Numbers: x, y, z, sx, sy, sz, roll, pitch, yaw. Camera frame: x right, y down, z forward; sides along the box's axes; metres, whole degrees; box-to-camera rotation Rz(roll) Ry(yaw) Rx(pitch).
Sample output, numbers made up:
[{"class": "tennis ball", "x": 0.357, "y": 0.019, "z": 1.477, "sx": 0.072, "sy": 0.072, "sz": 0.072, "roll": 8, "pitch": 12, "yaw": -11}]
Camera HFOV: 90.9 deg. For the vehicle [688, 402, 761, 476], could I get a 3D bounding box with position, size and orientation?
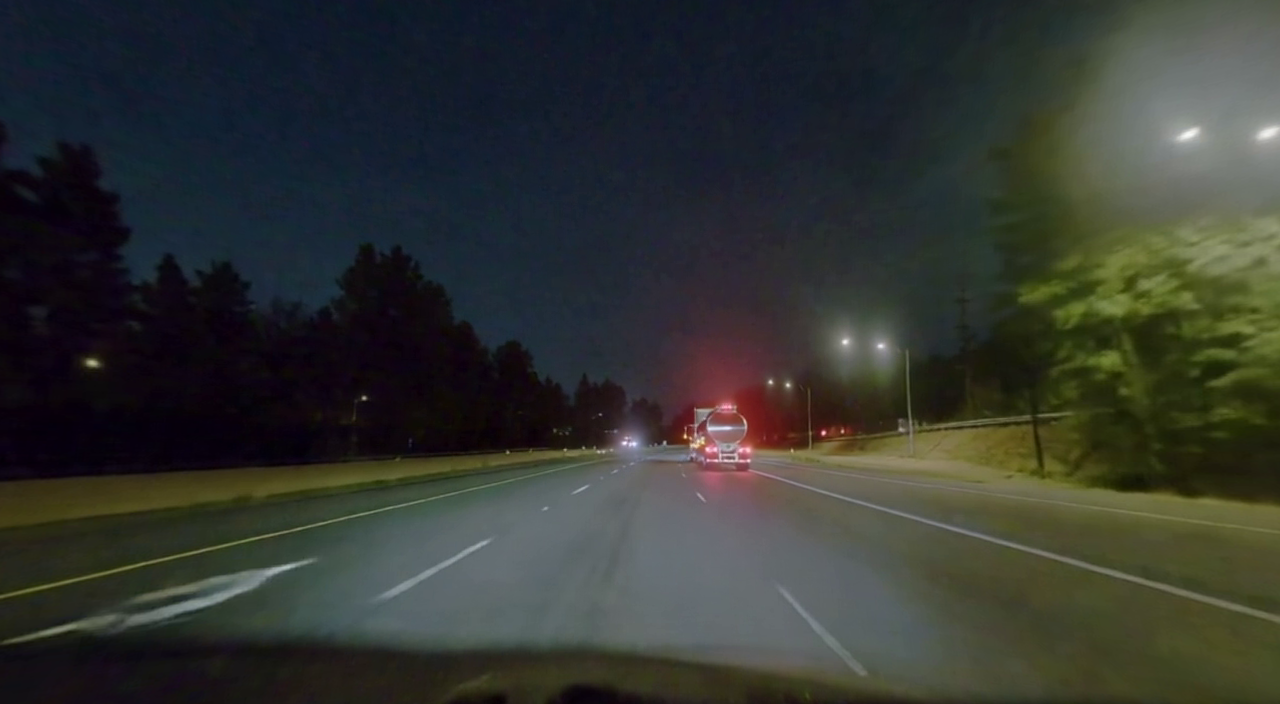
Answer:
[{"class": "vehicle", "x": 4.675, "y": 5.345, "z": 38.258, "sx": 2.880, "sy": 3.624, "sz": 14.397, "roll": 0, "pitch": -8, "yaw": 2}]
